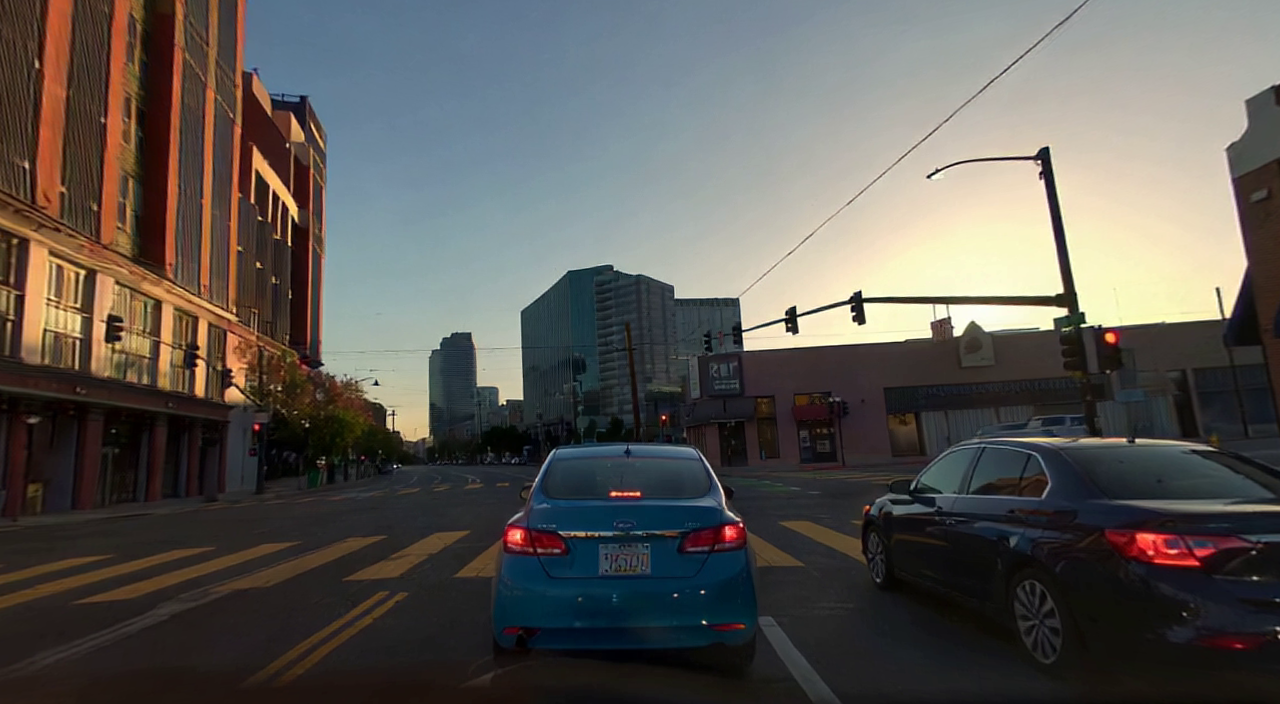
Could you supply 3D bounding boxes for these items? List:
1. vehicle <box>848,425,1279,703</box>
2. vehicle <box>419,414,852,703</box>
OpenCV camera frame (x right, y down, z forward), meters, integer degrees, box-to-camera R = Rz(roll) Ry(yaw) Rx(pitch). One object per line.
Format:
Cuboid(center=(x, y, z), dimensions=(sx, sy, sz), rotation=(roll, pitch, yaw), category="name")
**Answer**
Cuboid(center=(3.347, 1.376, 5.086), dimensions=(1.860, 1.430, 4.089), rotation=(0, -8, -1), category="vehicle")
Cuboid(center=(-0.054, 1.350, 5.161), dimensions=(2.094, 1.481, 4.078), rotation=(0, -8, -1), category="vehicle")
